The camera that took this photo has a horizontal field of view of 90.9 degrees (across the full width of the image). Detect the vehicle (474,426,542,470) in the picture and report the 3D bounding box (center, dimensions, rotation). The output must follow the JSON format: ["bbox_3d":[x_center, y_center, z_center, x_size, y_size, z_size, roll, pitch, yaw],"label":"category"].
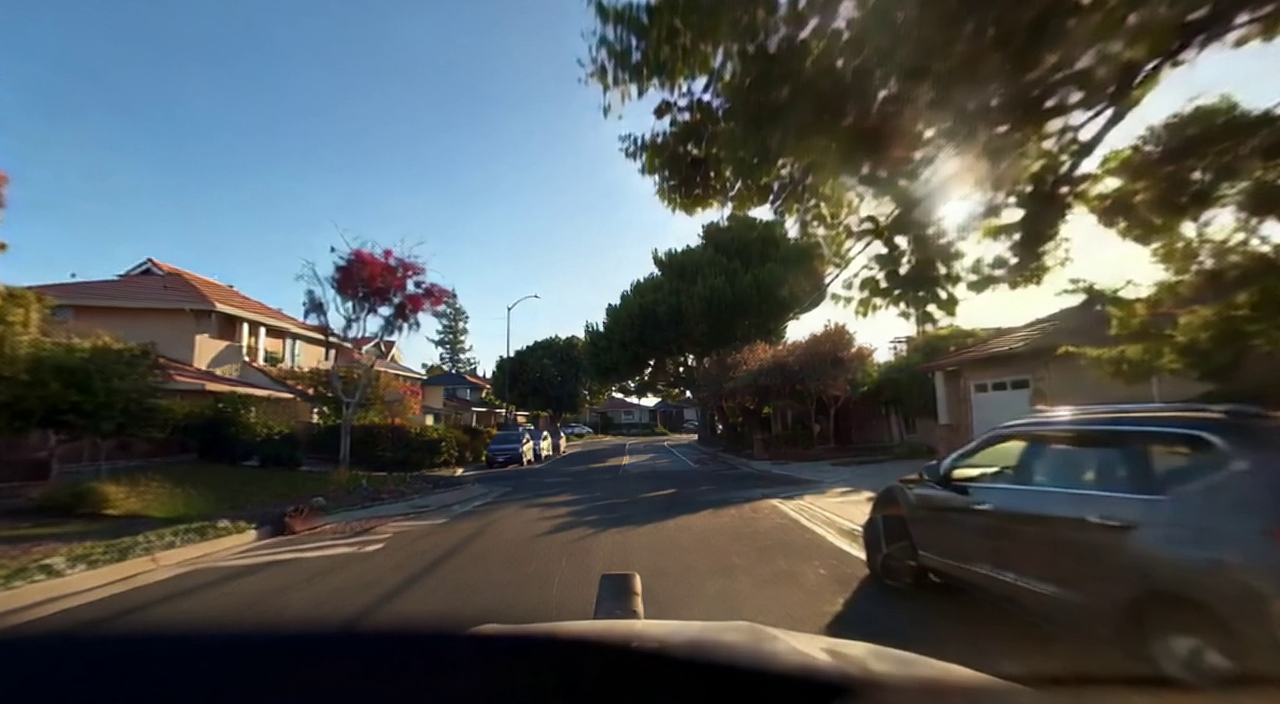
[{"bbox_3d":[-5.704,4.183,27.705,2.147,1.780,4.165,0,-8,-1],"label":"vehicle"}]

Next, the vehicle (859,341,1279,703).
[{"bbox_3d":[3.287,0.979,3.828,2.073,1.619,4.574,0,-8,-3],"label":"vehicle"}]
